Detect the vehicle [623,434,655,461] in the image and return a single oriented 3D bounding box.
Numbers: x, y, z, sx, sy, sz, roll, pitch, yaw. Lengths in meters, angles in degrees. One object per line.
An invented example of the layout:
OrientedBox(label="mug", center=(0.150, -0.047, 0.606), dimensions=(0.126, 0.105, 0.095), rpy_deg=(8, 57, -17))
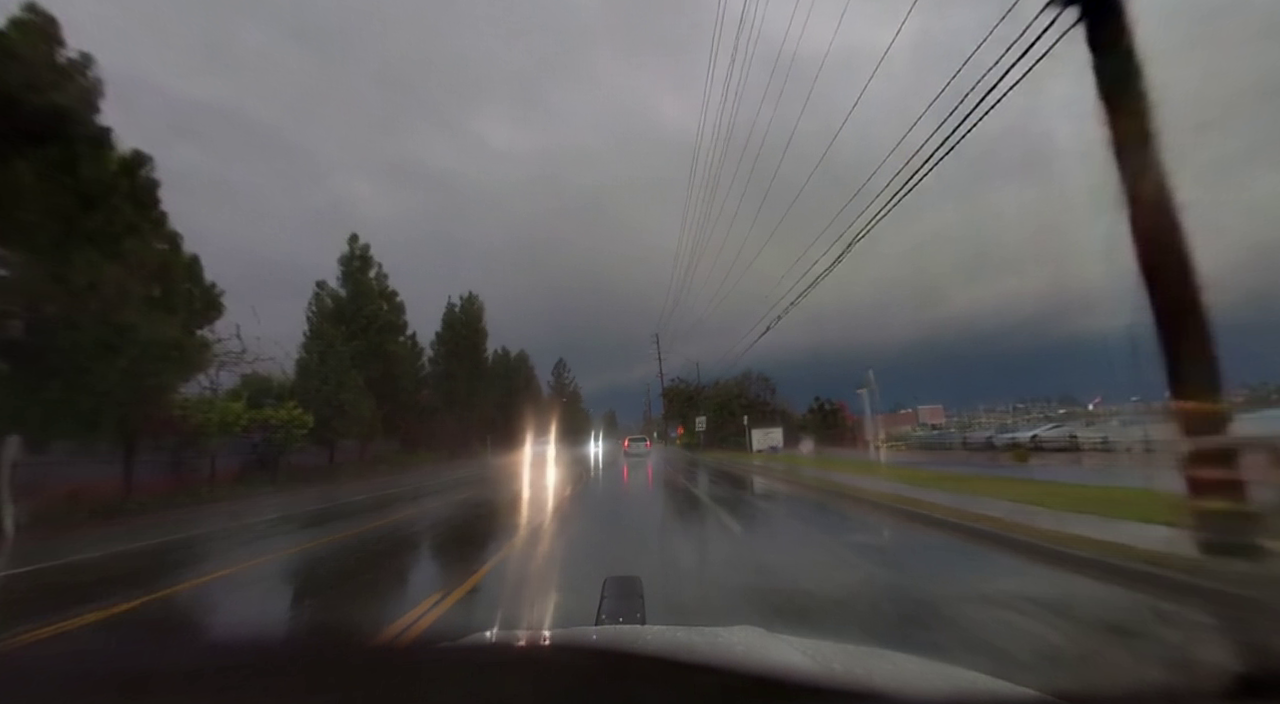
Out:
OrientedBox(label="vehicle", center=(-0.068, 6.735, 44.653), dimensions=(2.163, 1.746, 4.073), rpy_deg=(-1, -8, 0))

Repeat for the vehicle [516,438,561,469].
OrientedBox(label="vehicle", center=(-6.058, 6.094, 38.195), dimensions=(1.960, 1.704, 4.229), rpy_deg=(-1, -8, 0))
